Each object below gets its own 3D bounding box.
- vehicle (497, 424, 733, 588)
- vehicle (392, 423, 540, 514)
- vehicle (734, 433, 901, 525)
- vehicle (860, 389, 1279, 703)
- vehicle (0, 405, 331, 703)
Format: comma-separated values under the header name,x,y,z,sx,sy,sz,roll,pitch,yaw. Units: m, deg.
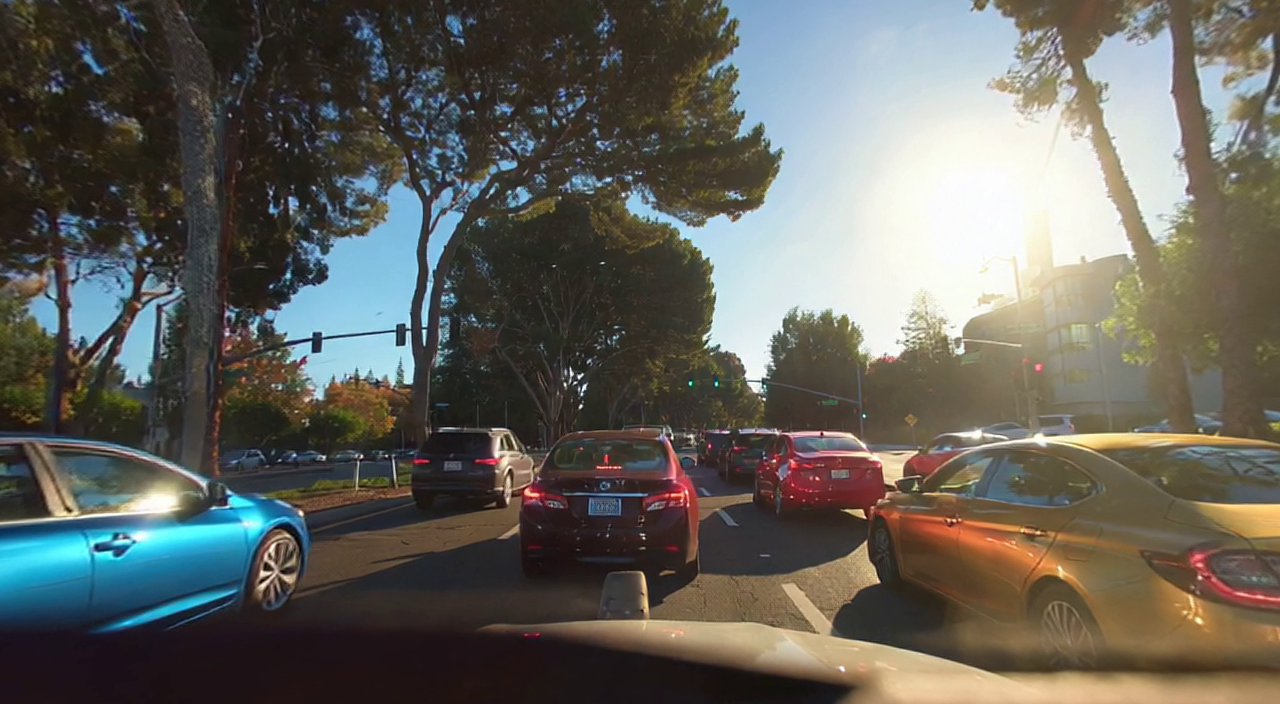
name,x,y,z,sx,sy,sz,roll,pitch,yaw
vehicle,-0.251,1.692,7.727,2.147,1.479,3.803,0,-8,-1
vehicle,-3.670,2.545,14.210,1.961,1.714,4.268,-1,-8,2
vehicle,3.181,2.337,12.326,1.975,1.460,4.357,0,-8,0
vehicle,3.136,1.151,4.054,1.903,1.480,4.270,0,-8,0
vehicle,-3.658,1.064,3.245,1.935,1.482,4.433,0,-8,-1
